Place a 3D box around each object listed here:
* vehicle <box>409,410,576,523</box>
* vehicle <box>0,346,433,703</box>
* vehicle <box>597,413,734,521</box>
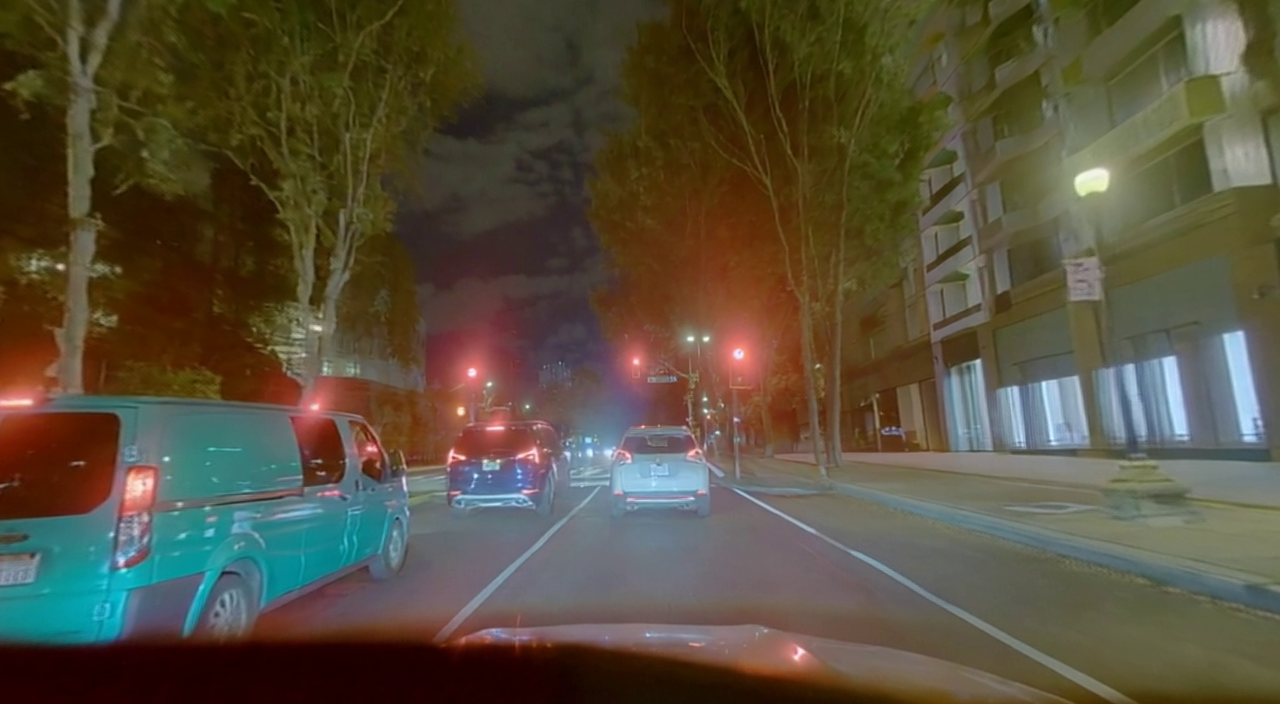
[{"bbox_3d":[-2.609,2.180,12.511,2.124,1.799,4.587,0,-8,1],"label":"vehicle"},{"bbox_3d":[-3.154,1.108,4.657,1.940,1.722,3.823,0,-8,0],"label":"vehicle"},{"bbox_3d":[0.435,2.144,12.180,2.205,1.727,3.917,0,-8,1],"label":"vehicle"}]
